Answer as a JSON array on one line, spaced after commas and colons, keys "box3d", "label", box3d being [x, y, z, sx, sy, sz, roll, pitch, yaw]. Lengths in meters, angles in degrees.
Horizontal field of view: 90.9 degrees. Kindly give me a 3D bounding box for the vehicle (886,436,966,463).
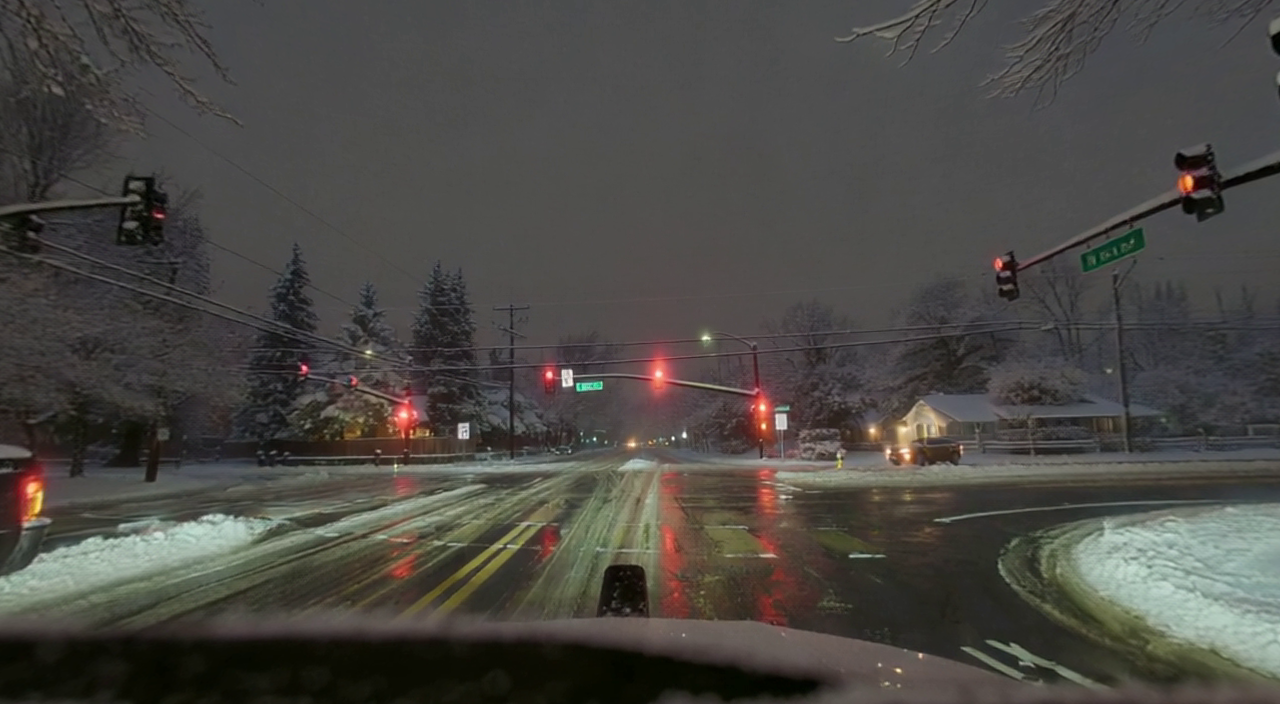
[{"box3d": [16.086, 5.511, 35.591, 3.952, 1.468, 1.768, -4, -9, 22], "label": "vehicle"}]
